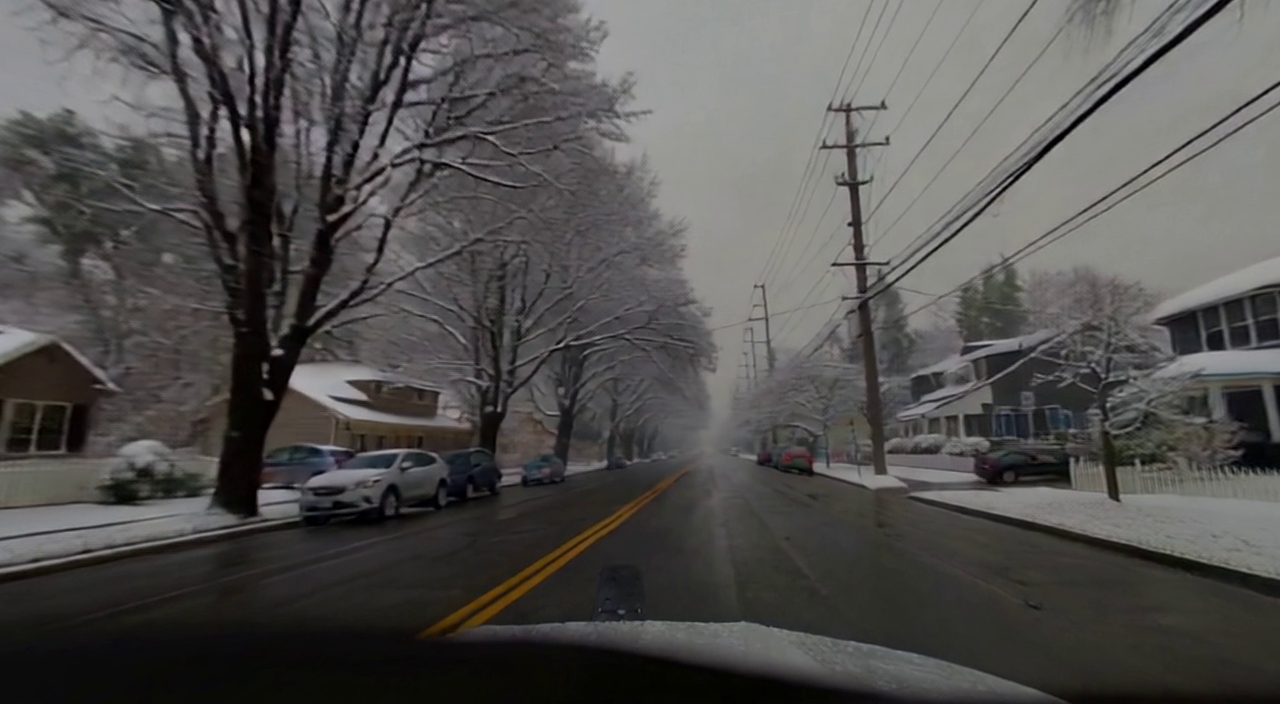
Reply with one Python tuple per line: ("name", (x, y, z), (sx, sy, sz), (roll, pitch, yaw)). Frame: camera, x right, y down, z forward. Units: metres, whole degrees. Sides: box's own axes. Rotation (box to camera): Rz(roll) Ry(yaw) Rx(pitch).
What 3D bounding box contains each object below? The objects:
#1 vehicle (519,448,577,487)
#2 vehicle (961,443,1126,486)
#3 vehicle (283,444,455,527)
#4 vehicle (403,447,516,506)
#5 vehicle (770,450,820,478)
("vehicle", (-4.623, 5.886, 32.521), (1.970, 1.785, 4.274), (-1, -8, 5))
("vehicle", (14.954, 4.193, 23.712), (4.716, 1.480, 2.023), (-1, -8, 8))
("vehicle", (-6.584, 3.246, 16.056), (1.975, 1.775, 4.509), (-1, -8, 7))
("vehicle", (-5.863, 4.065, 21.146), (1.913, 1.723, 4.318), (-2, -9, 9))
("vehicle", (9.191, 6.657, 37.896), (2.052, 1.476, 4.438), (-3, -9, 3))
